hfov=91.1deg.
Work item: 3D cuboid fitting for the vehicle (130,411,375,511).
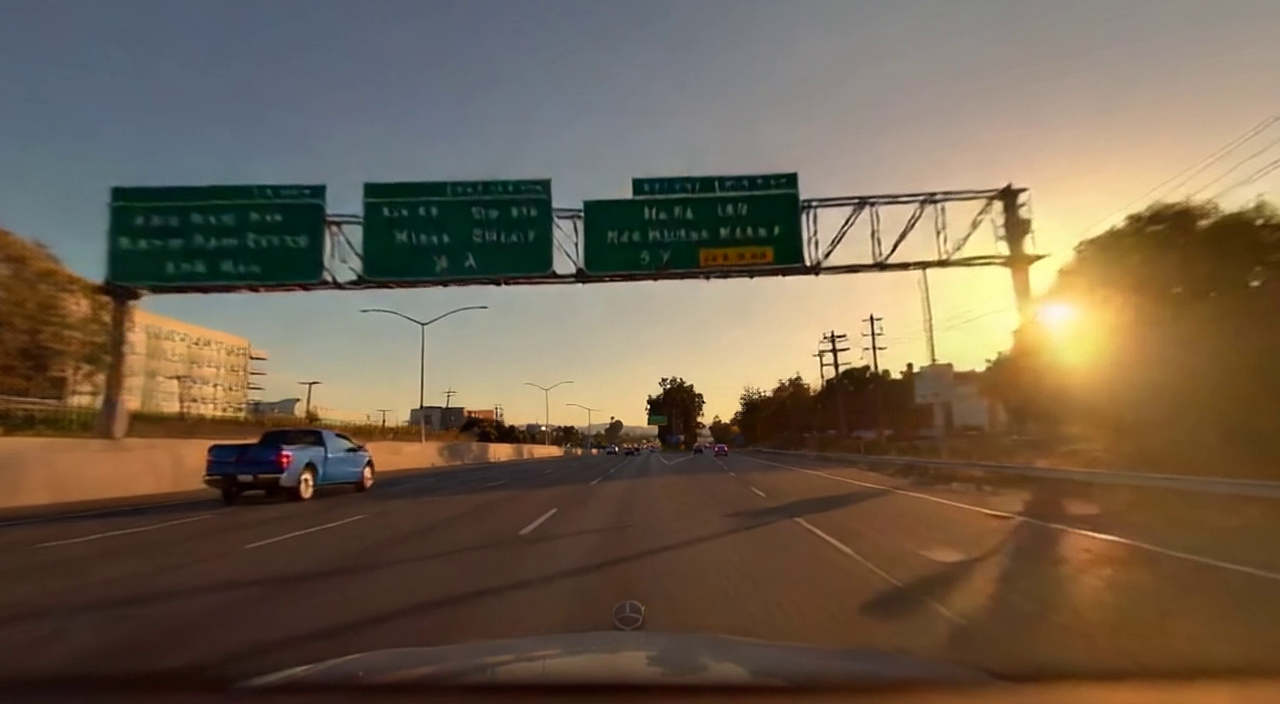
[{"bbox_3d":[-9.968,2.889,17.134,2.667,2.213,6.081,0,-8,1],"label":"vehicle"}]
